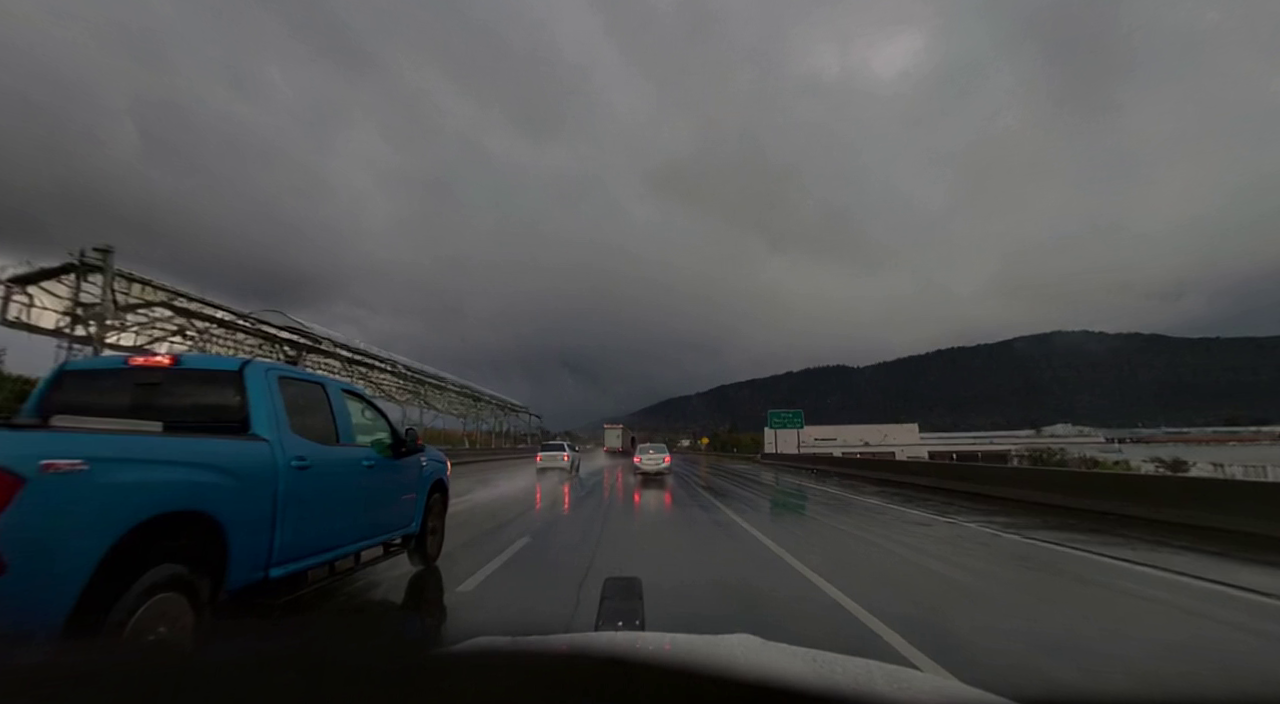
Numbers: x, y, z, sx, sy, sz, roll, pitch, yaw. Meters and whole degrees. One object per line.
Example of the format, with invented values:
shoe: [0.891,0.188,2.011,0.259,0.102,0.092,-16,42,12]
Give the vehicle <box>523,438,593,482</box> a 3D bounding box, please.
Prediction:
vehicle: [-3.225,4.376,25.794,2.151,1.613,4.786,0,-8,1]

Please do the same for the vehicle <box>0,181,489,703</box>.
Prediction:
vehicle: [-3.581,0.985,5.393,2.733,2.230,6.820,0,-8,1]

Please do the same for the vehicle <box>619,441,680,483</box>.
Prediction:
vehicle: [0.328,4.242,24.561,2.171,1.493,4.081,0,-9,0]
